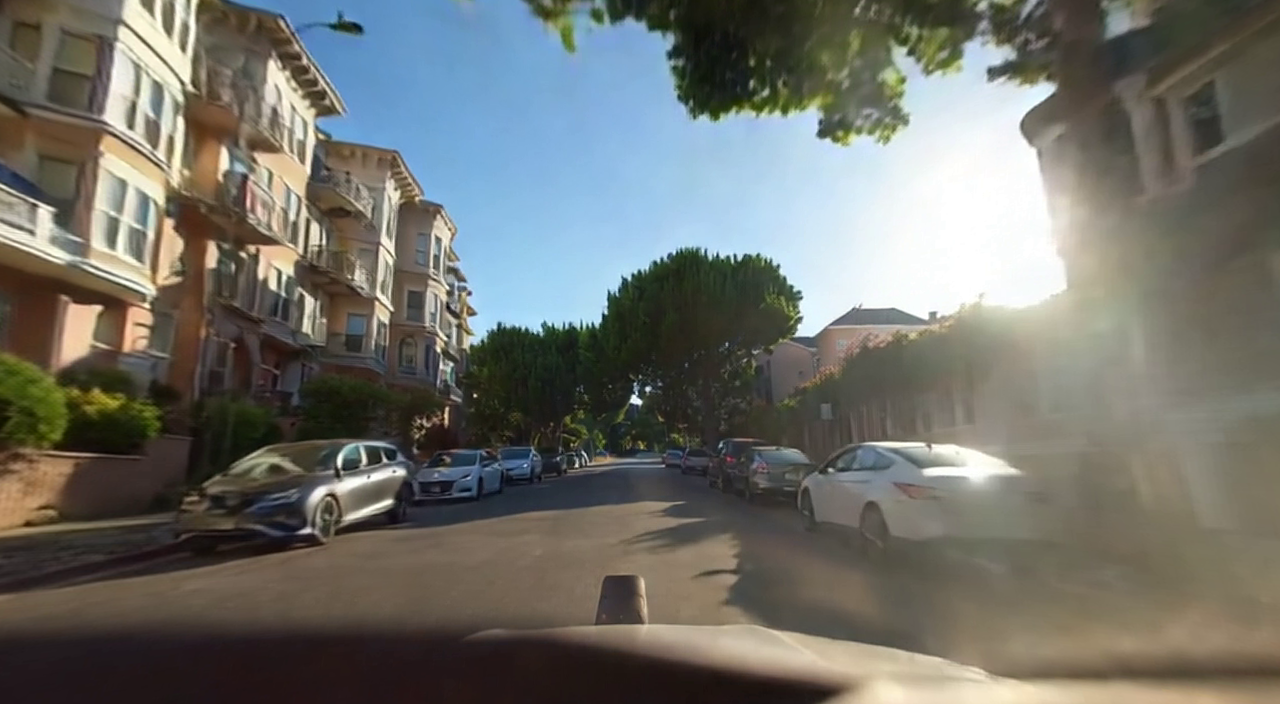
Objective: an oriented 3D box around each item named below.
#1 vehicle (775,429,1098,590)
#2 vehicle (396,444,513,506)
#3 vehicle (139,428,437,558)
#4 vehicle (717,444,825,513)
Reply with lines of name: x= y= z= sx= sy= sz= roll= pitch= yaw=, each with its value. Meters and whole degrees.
vehicle: x=3.746 y=2.081 z=9.375 sx=2.187 sy=1.699 sz=5.038 roll=1 pitch=-9 yaw=-2
vehicle: x=-5.769 y=3.861 z=20.474 sx=2.256 sy=1.590 sz=5.488 roll=-3 pitch=-8 yaw=-2
vehicle: x=-5.628 y=2.308 z=11.241 sx=2.222 sy=1.735 sz=5.215 roll=0 pitch=-9 yaw=1
vehicle: x=3.513 y=3.480 z=18.026 sx=1.988 sy=1.652 sz=5.017 roll=0 pitch=-9 yaw=0
